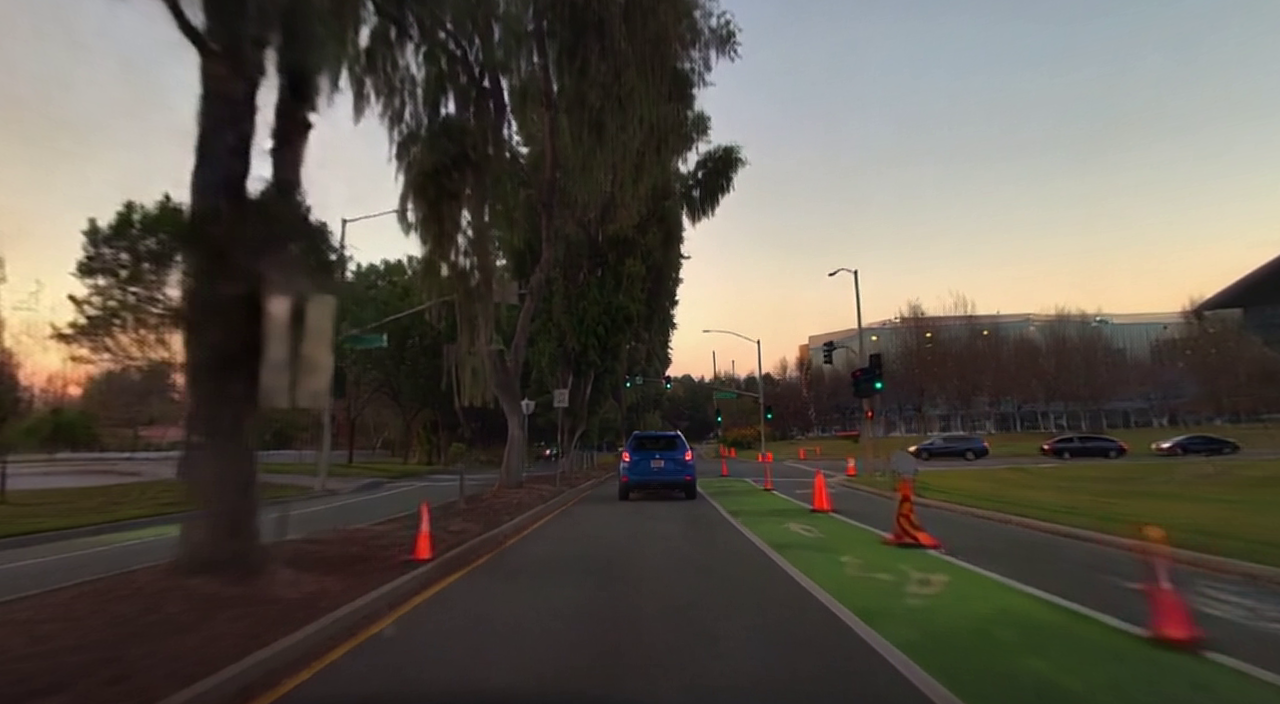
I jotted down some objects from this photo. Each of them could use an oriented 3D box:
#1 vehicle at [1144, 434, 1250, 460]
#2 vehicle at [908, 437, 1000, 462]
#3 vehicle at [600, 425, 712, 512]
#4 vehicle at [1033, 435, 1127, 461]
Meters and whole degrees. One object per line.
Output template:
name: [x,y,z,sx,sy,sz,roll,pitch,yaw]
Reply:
vehicle: [33.492,5.733,38.051,4.483,1.481,2.082,0,-9,-3]
vehicle: [18.879,5.896,38.143,4.492,1.422,1.961,0,-9,-1]
vehicle: [0.344,2.800,15.670,2.339,1.790,4.629,0,-9,0]
vehicle: [26.693,5.834,38.385,4.343,1.518,1.845,0,-9,-3]
